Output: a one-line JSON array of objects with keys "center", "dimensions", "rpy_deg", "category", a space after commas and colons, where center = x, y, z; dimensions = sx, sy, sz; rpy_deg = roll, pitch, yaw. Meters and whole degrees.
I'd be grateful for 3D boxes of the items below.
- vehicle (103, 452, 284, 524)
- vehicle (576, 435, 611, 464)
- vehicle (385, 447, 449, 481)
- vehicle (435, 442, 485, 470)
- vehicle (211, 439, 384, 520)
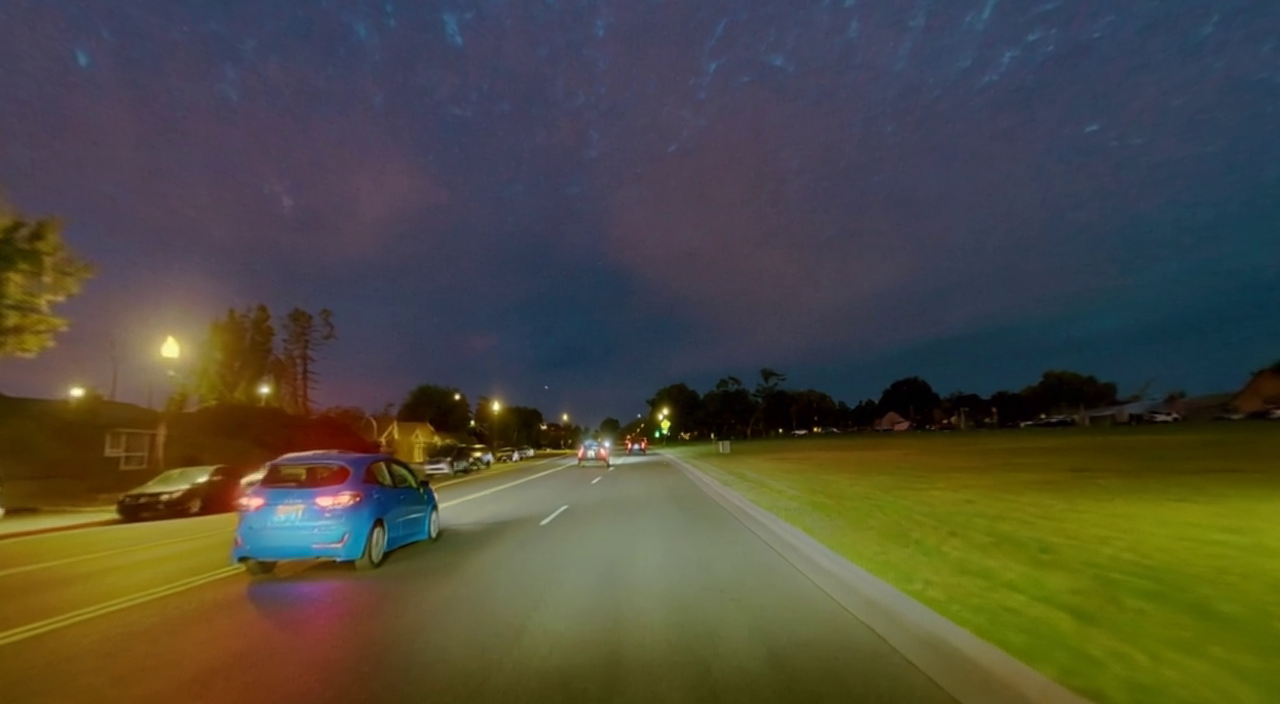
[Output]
[{"center": [-12.298, 3.699, 17.757], "dimensions": [1.910, 1.462, 4.581], "rpy_deg": [-4, -7, -2], "category": "vehicle"}, {"center": [-3.025, 6.479, 41.838], "dimensions": [1.908, 1.809, 4.230], "rpy_deg": [0, -8, 1], "category": "vehicle"}, {"center": [-12.335, 6.208, 35.062], "dimensions": [2.106, 1.701, 4.629], "rpy_deg": [0, -8, -3], "category": "vehicle"}, {"center": [-12.277, 7.133, 43.054], "dimensions": [2.066, 1.785, 4.608], "rpy_deg": [0, -9, 0], "category": "vehicle"}, {"center": [-9.108, 3.393, 17.320], "dimensions": [2.019, 1.907, 4.697], "rpy_deg": [0, -9, 1], "category": "vehicle"}]
